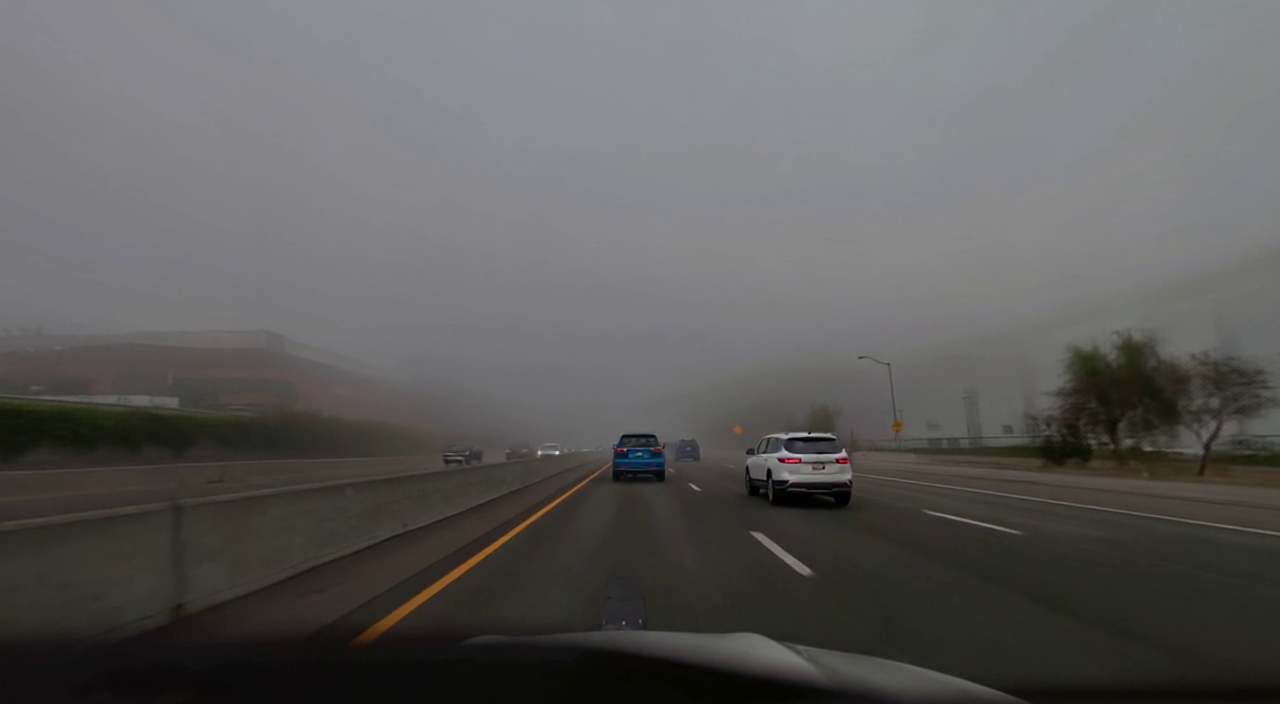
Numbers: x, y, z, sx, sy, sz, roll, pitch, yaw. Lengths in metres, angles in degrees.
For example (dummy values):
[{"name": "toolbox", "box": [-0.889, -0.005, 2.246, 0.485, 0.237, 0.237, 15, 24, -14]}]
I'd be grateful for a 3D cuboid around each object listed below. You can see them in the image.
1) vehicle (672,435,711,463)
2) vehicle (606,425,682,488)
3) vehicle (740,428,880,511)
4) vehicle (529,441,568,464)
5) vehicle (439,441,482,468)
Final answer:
[{"name": "vehicle", "box": [3.755, 7.184, 46.834, 2.328, 1.987, 5.440, 0, -8, -1]}, {"name": "vehicle", "box": [0.139, 3.483, 21.319, 2.290, 1.862, 4.454, 0, -8, 0]}, {"name": "vehicle", "box": [3.618, 2.577, 14.294, 2.042, 1.592, 4.047, 0, -8, 0]}, {"name": "vehicle", "box": [-6.890, 7.635, 47.955, 2.201, 1.622, 4.716, 0, -8, 1]}, {"name": "vehicle", "box": [-14.076, 8.081, 49.798, 2.097, 1.967, 4.612, -1, -8, 0]}]
